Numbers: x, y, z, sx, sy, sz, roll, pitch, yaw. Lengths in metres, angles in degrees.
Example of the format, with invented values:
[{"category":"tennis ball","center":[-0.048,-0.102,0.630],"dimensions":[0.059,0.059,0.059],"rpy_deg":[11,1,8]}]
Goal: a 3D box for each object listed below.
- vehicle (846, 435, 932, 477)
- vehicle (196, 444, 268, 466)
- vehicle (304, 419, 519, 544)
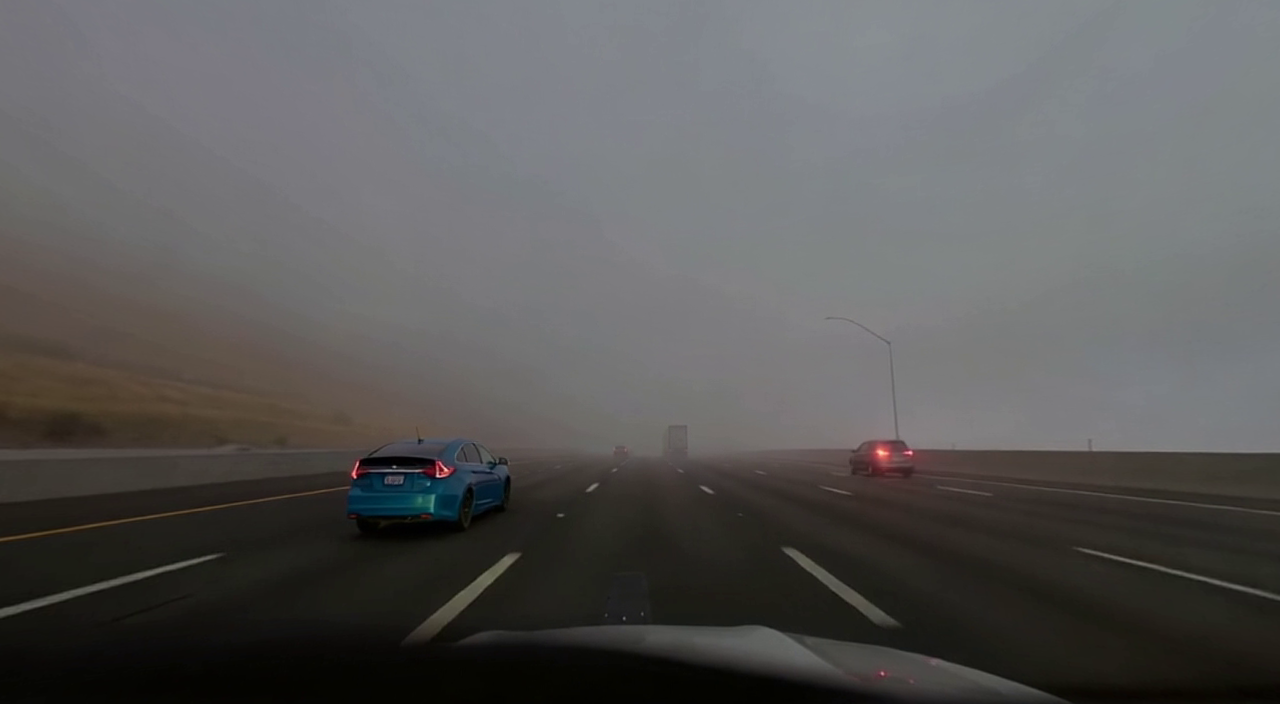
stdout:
[{"category":"vehicle","center":[11.234,4.730,28.727],"dimensions":[2.062,1.736,4.589],"rpy_deg":[0,-8,0]},{"category":"vehicle","center":[-29.296,7.399,45.256],"dimensions":[1.932,1.497,4.792],"rpy_deg":[0,-8,1]},{"category":"vehicle","center":[-3.348,1.978,10.167],"dimensions":[1.967,1.615,3.886],"rpy_deg":[0,-8,1]}]
